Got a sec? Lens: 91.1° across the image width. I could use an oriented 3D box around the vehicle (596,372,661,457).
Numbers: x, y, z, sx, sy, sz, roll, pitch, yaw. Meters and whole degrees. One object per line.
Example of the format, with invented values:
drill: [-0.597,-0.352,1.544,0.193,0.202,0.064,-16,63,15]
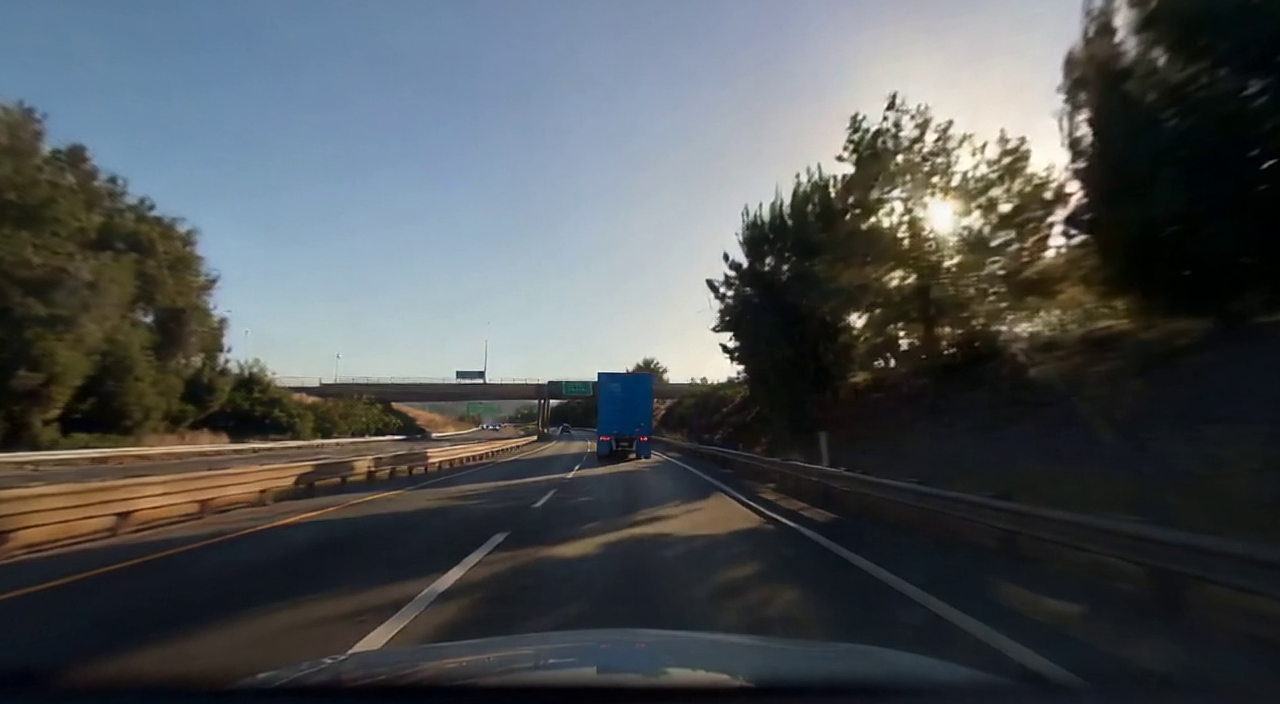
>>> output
vehicle: [-0.806,3.599,34.637,3.023,3.965,10.402,0,-8,-3]
